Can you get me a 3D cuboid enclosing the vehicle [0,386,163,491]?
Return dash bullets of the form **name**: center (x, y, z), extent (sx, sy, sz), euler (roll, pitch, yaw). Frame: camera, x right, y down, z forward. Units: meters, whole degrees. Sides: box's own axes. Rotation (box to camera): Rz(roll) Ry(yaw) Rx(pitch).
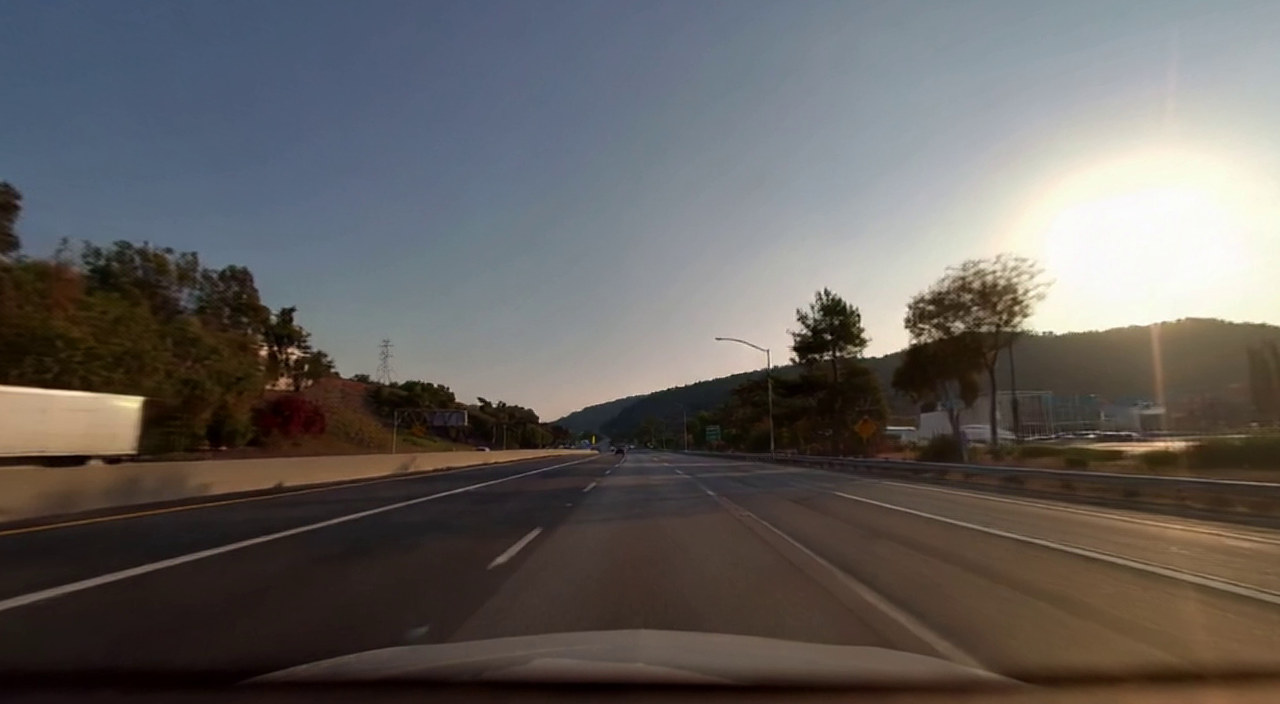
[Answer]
- **vehicle**: center (-26.333, 3.607, 26.153), extent (2.833, 4.035, 12.987), euler (0, -8, 0)
